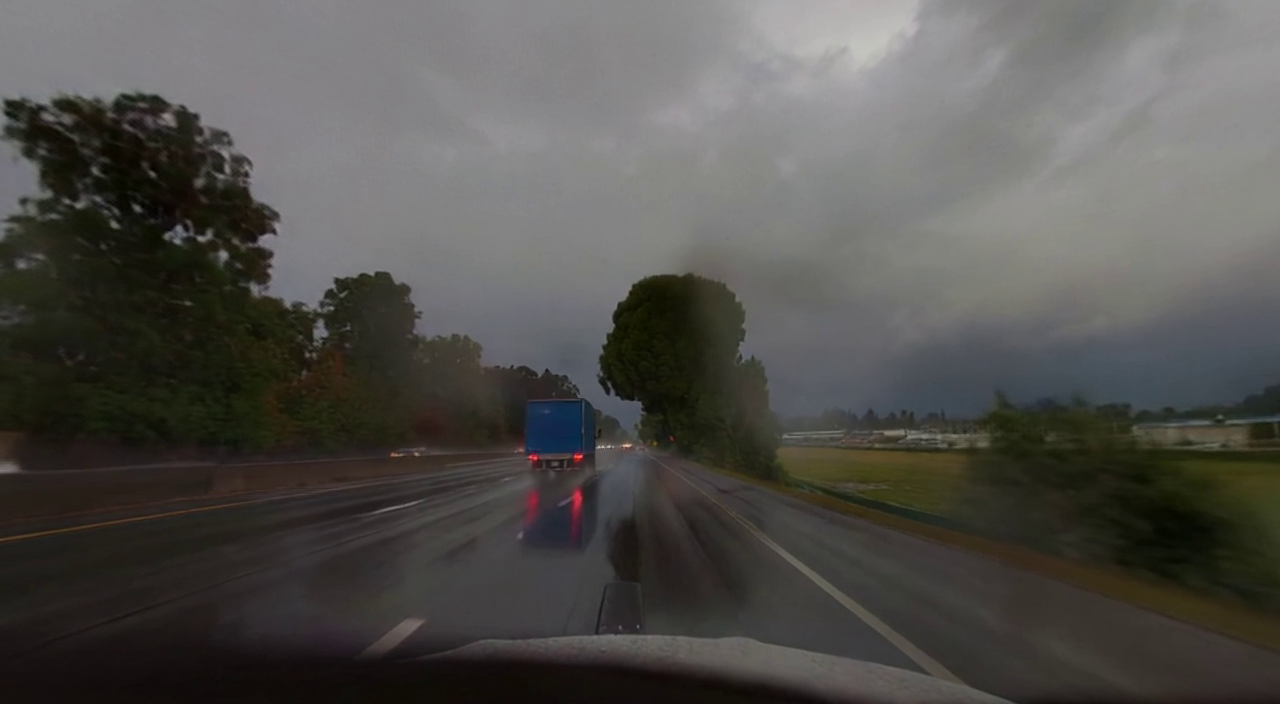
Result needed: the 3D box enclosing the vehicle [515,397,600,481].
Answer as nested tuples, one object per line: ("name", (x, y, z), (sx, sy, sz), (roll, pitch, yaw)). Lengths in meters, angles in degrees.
("vehicle", (-3.553, 4.082, 29.410), (2.874, 3.309, 8.208), (0, -8, 0))
